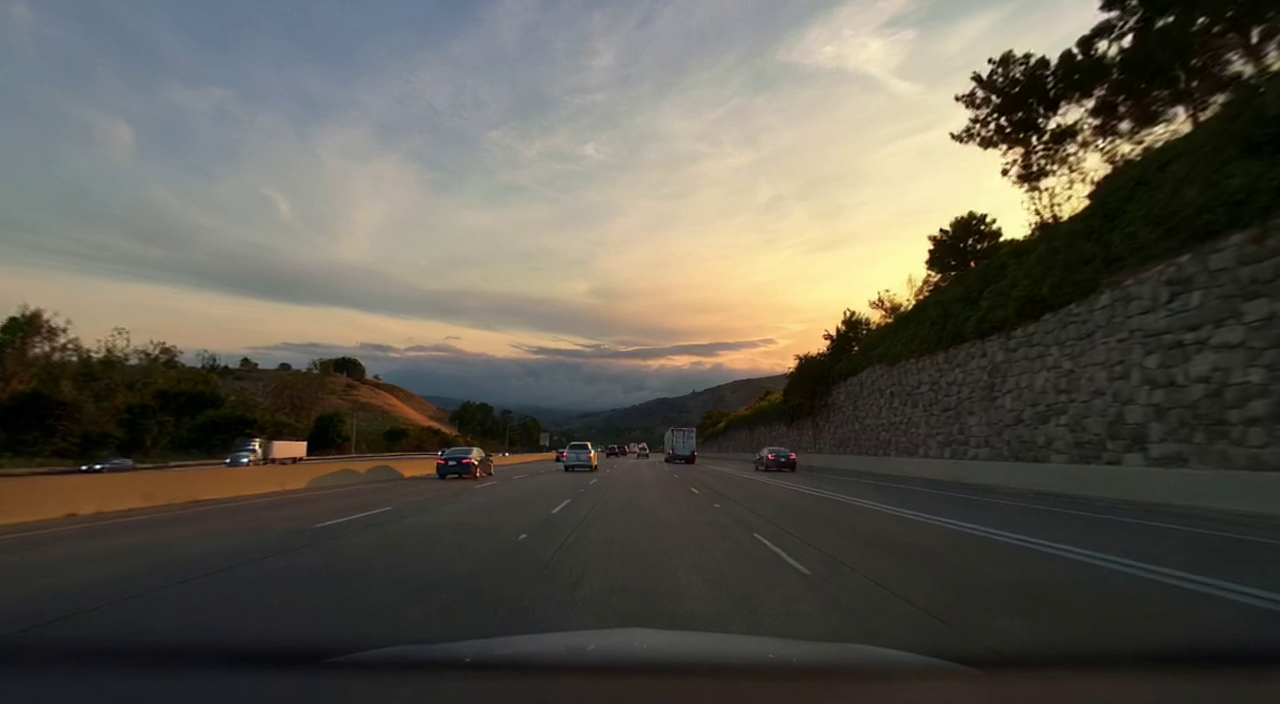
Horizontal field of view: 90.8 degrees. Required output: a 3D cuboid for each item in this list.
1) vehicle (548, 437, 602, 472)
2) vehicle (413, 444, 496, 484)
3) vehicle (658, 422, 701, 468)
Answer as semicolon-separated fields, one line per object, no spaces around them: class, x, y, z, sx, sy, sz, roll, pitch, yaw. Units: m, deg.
vehicle;-3.897;6.326;39.251;2.720;2.041;5.432;0;-8;1
vehicle;-7.633;4.641;26.482;2.102;1.522;4.394;0;-8;0
vehicle;2.860;7.095;48.138;2.795;3.187;7.205;0;-8;0
